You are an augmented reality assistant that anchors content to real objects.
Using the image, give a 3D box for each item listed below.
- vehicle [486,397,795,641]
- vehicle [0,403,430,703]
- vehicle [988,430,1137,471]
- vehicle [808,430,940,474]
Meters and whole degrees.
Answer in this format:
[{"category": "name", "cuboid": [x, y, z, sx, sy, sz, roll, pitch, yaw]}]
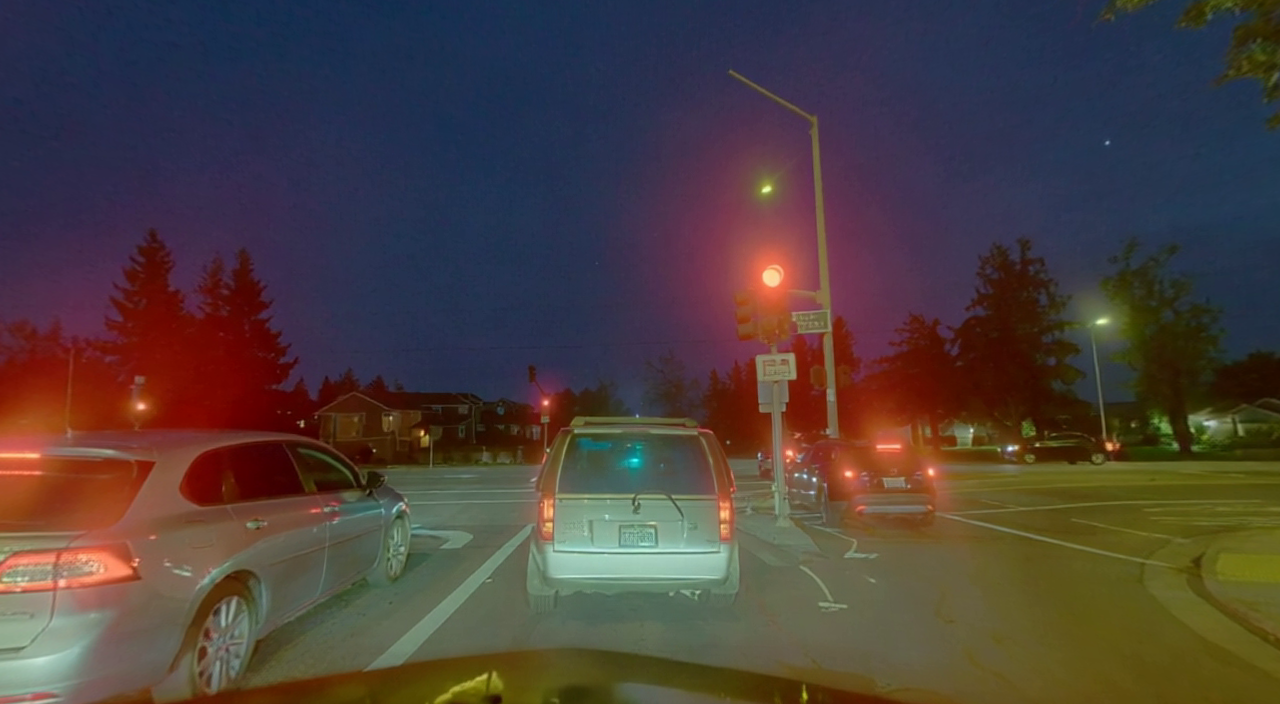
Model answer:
[{"category": "vehicle", "cuboid": [-0.141, 1.468, 6.558, 2.154, 1.670, 4.140, 1, -9, -4]}, {"category": "vehicle", "cuboid": [-3.290, 1.273, 4.698, 2.035, 1.492, 4.415, 0, -9, -2]}, {"category": "vehicle", "cuboid": [17.430, 4.097, 26.279, 4.670, 1.616, 1.926, -1, -9, 6]}, {"category": "vehicle", "cuboid": [9.895, 4.280, 27.106, 4.887, 1.769, 2.035, -1, -9, 6]}]
